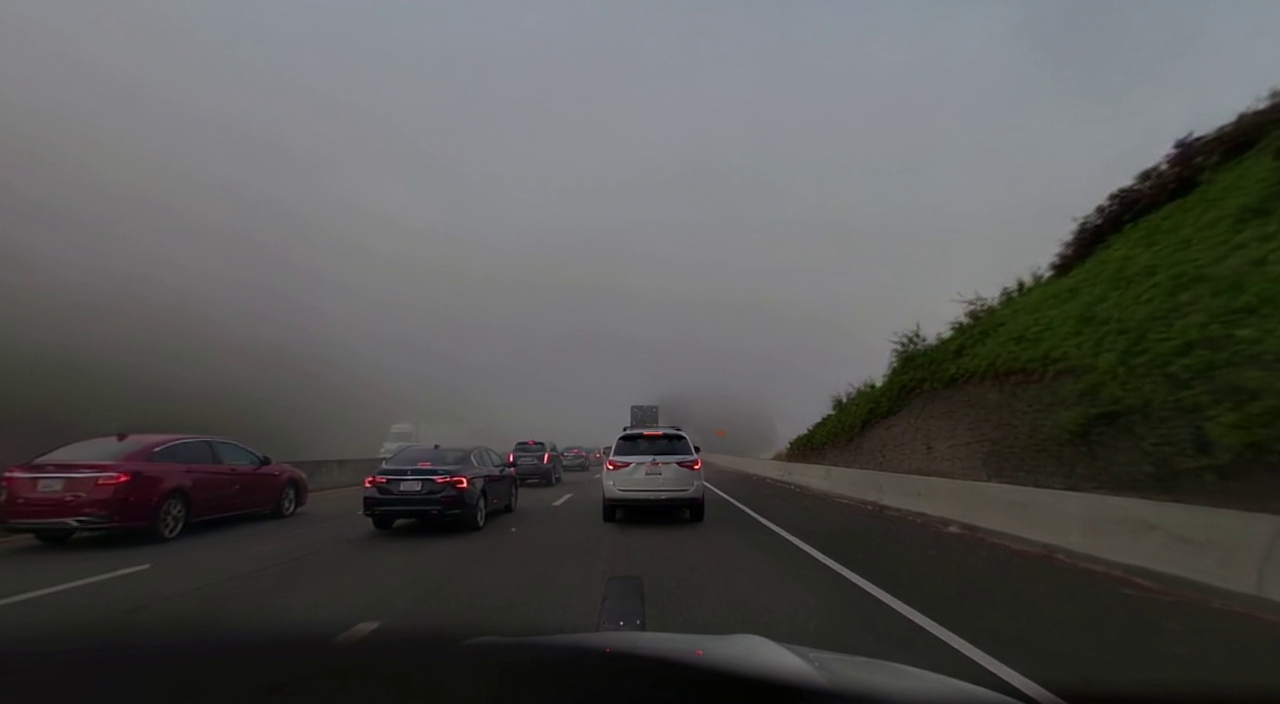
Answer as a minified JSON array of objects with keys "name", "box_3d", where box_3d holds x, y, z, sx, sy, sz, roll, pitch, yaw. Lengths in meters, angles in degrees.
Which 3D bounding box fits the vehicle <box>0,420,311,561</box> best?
[{"name":"vehicle","box_3d":[-7.469,2.045,10.024,1.986,1.700,4.558,0,-9,0]}]

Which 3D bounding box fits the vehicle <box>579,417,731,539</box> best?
[{"name":"vehicle","box_3d":[0.179,2.259,11.951,2.210,1.760,5.303,0,-9,-1]}]

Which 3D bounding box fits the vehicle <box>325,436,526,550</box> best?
[{"name":"vehicle","box_3d":[-3.254,2.202,10.512,1.917,1.506,3.949,0,-9,1]}]
